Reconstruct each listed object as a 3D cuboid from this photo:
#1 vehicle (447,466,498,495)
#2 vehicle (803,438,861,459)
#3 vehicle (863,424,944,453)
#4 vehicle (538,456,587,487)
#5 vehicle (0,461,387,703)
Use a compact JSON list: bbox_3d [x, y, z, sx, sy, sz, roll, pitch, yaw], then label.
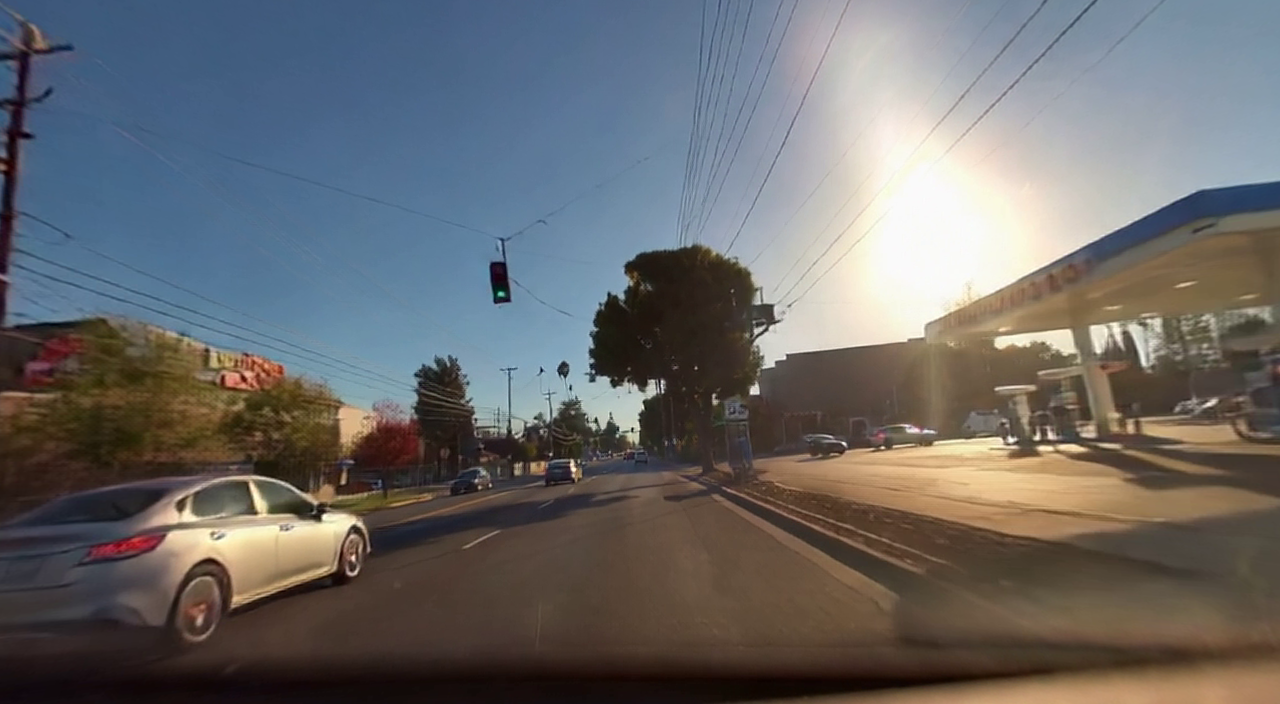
[{"bbox_3d":[-11.081,8.524,42.143,2.097,1.581,4.583,-3,-9,1],"label":"vehicle"},{"bbox_3d":[14.109,7.135,46.523,3.830,1.474,1.771,-2,-10,9],"label":"vehicle"},{"bbox_3d":[19.016,6.327,45.799,4.817,1.919,2.308,-2,-9,7],"label":"vehicle"},{"bbox_3d":[-3.923,6.137,32.634,1.943,1.455,4.414,-1,-9,1],"label":"vehicle"},{"bbox_3d":[-4.095,1.747,5.765,1.704,1.430,4.587,-1,-9,0],"label":"vehicle"}]
